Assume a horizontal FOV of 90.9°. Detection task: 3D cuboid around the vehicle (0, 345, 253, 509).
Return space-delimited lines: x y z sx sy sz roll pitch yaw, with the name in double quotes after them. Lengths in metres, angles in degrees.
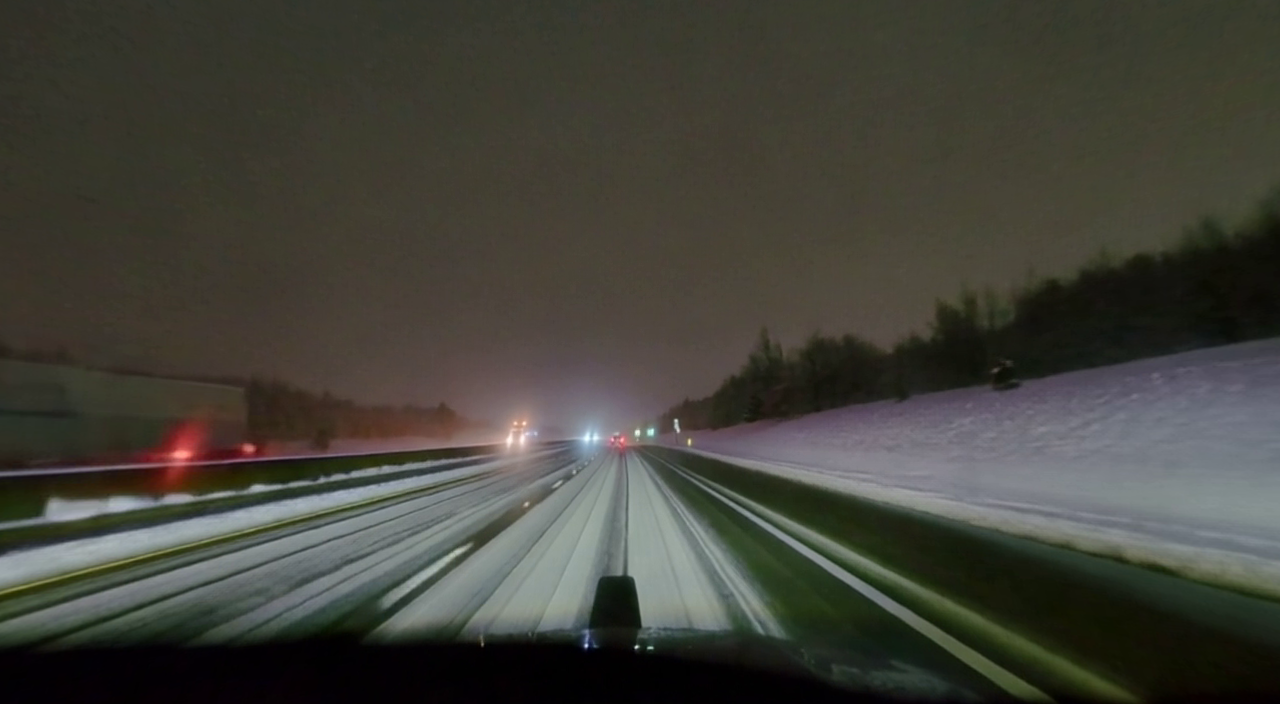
-17.445 2.350 19.133 2.859 4.050 14.064 0 -8 -2 "vehicle"
